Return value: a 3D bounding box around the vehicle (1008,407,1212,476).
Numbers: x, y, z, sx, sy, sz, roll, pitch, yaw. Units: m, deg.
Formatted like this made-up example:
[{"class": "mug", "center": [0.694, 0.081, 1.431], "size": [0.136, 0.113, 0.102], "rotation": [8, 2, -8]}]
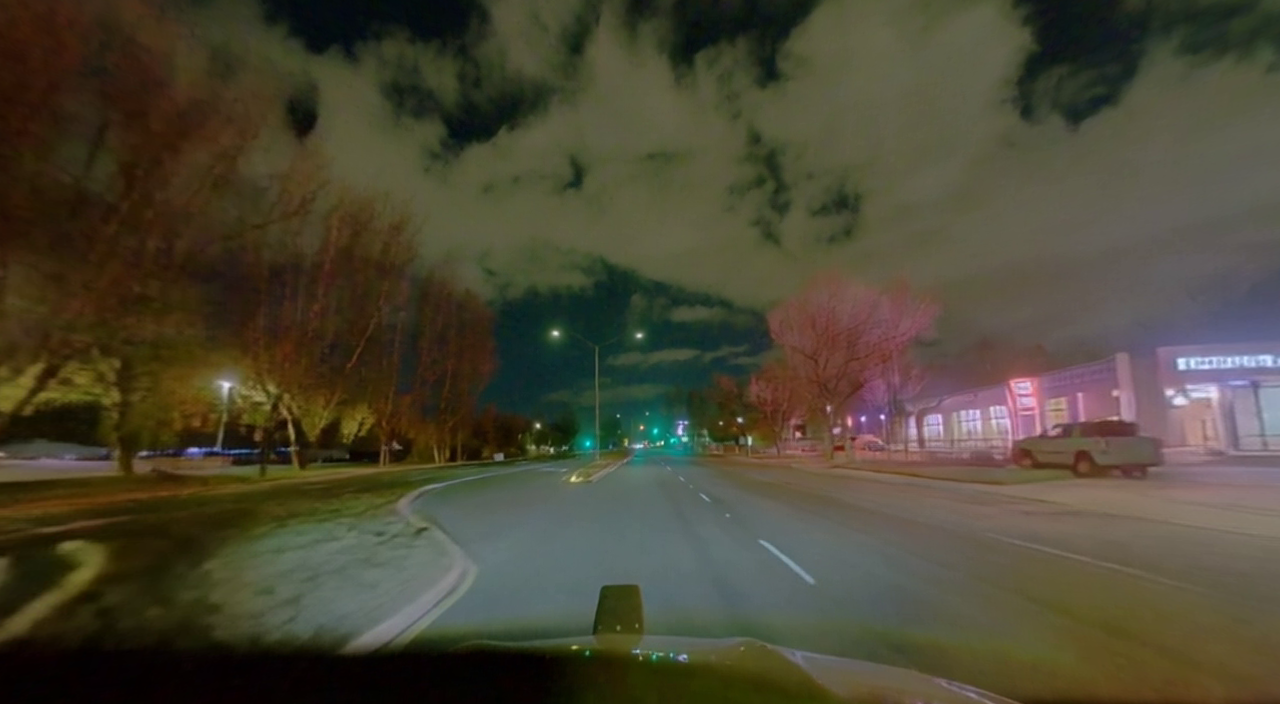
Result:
[{"class": "vehicle", "center": [14.874, 2.943, 20.595], "size": [2.195, 1.926, 5.466], "rotation": [1, -9, -3]}]
